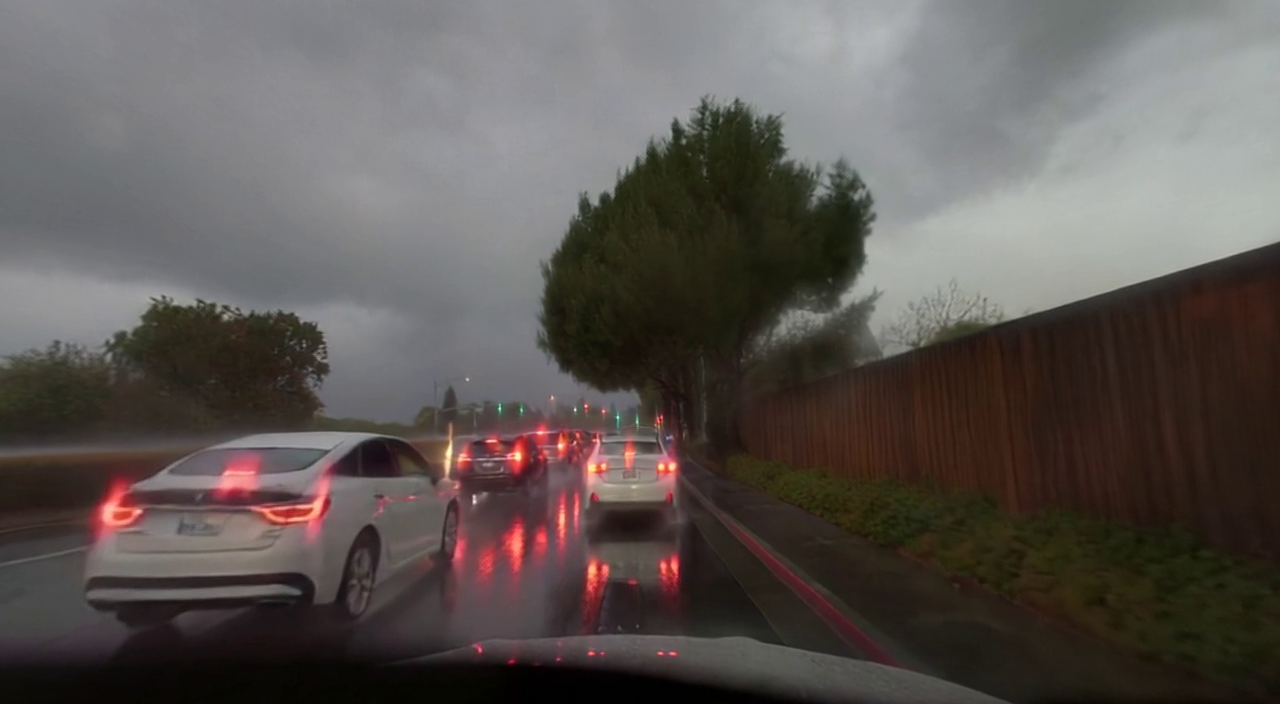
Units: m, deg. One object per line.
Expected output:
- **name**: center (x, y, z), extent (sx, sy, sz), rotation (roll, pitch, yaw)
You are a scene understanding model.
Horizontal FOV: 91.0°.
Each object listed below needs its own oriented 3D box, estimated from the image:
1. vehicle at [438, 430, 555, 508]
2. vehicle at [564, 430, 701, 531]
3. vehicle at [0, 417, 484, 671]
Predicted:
- **vehicle**: center (-3.226, 2.698, 14.902), extent (1.850, 1.582, 3.688), rotation (0, -8, 1)
- **vehicle**: center (-0.131, 2.167, 11.167), extent (1.995, 1.460, 3.865), rotation (0, -8, -1)
- **vehicle**: center (-3.155, 1.511, 6.196), extent (1.980, 1.520, 4.636), rotation (0, -8, 1)
